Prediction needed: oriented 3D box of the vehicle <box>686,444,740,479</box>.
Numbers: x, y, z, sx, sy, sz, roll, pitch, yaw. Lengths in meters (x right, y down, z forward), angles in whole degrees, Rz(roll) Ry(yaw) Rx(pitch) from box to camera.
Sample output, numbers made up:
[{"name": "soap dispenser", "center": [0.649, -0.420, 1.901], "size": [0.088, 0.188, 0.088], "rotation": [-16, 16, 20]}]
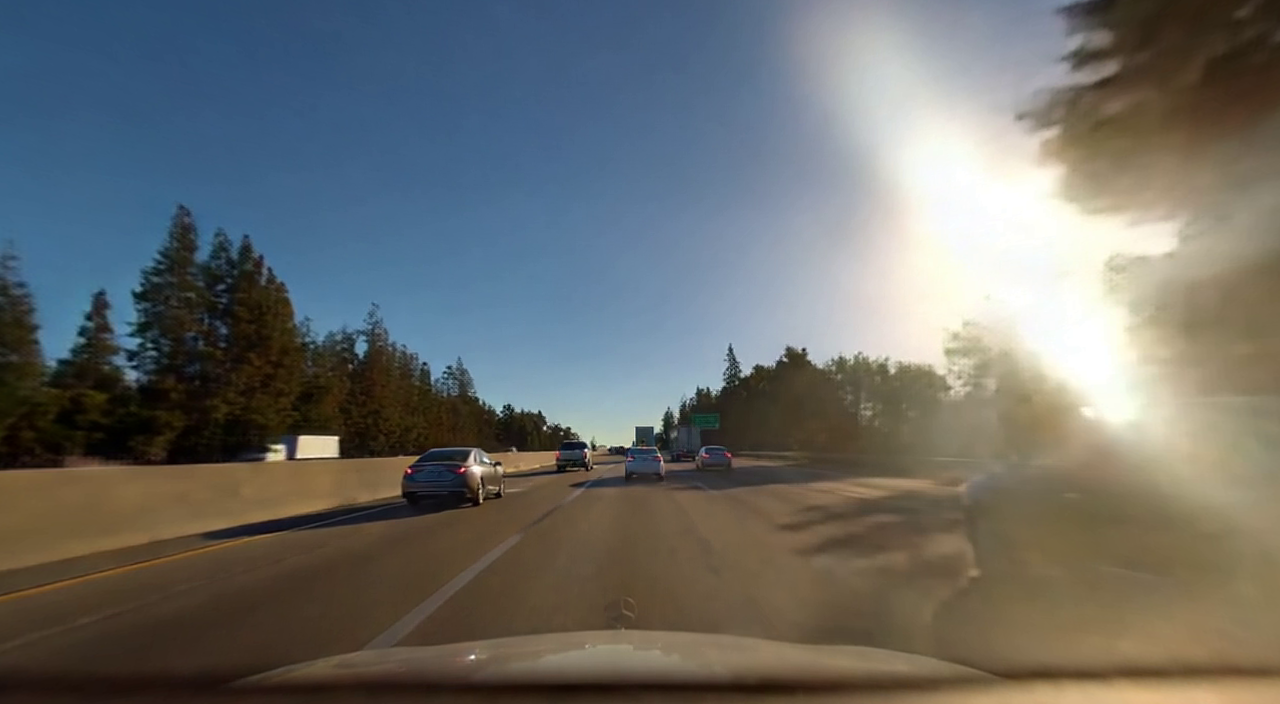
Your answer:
[{"name": "vehicle", "center": [3.379, 5.165, 29.849], "size": [1.959, 1.503, 4.064], "rotation": [0, -9, -2]}]

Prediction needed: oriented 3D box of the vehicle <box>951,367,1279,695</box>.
[{"name": "vehicle", "center": [4.221, 1.065, 4.220], "size": [2.018, 1.639, 4.149], "rotation": [0, -9, -1]}]

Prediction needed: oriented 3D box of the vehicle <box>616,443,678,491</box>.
[{"name": "vehicle", "center": [0.217, 4.035, 22.352], "size": [2.015, 1.526, 4.286], "rotation": [0, -9, 0]}]

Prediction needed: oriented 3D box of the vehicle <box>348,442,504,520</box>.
[{"name": "vehicle", "center": [-4.589, 2.823, 14.280], "size": [1.967, 1.473, 4.439], "rotation": [0, -9, 0]}]

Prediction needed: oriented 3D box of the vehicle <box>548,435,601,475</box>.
[{"name": "vehicle", "center": [-3.413, 5.493, 33.463], "size": [2.230, 1.973, 4.403], "rotation": [-1, -9, 2]}]

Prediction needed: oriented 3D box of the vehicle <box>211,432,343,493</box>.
[{"name": "vehicle", "center": [-16.364, 5.001, 28.775], "size": [2.408, 2.483, 5.904], "rotation": [0, -9, 1]}]
